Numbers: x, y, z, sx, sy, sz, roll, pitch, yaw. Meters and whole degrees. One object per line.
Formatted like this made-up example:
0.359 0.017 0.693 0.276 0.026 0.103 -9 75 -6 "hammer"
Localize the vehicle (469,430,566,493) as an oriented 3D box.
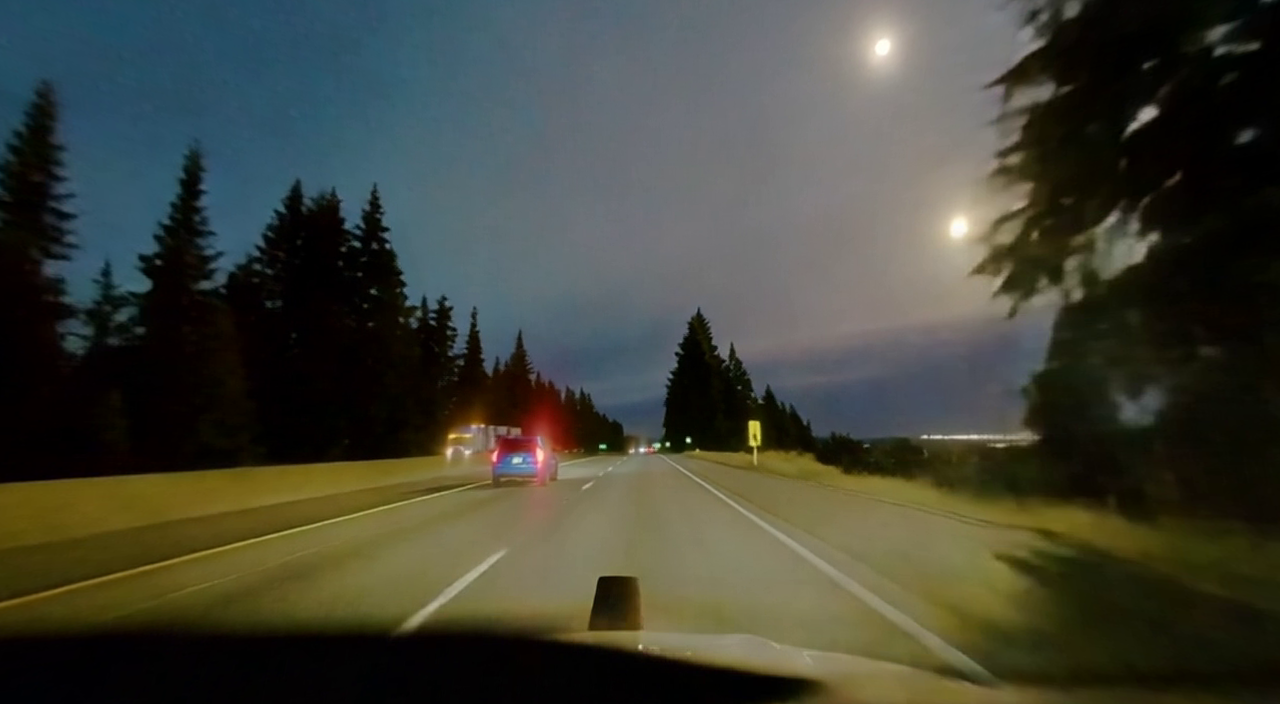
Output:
-3.716 3.405 19.952 2.084 1.752 4.479 0 -8 2 "vehicle"
